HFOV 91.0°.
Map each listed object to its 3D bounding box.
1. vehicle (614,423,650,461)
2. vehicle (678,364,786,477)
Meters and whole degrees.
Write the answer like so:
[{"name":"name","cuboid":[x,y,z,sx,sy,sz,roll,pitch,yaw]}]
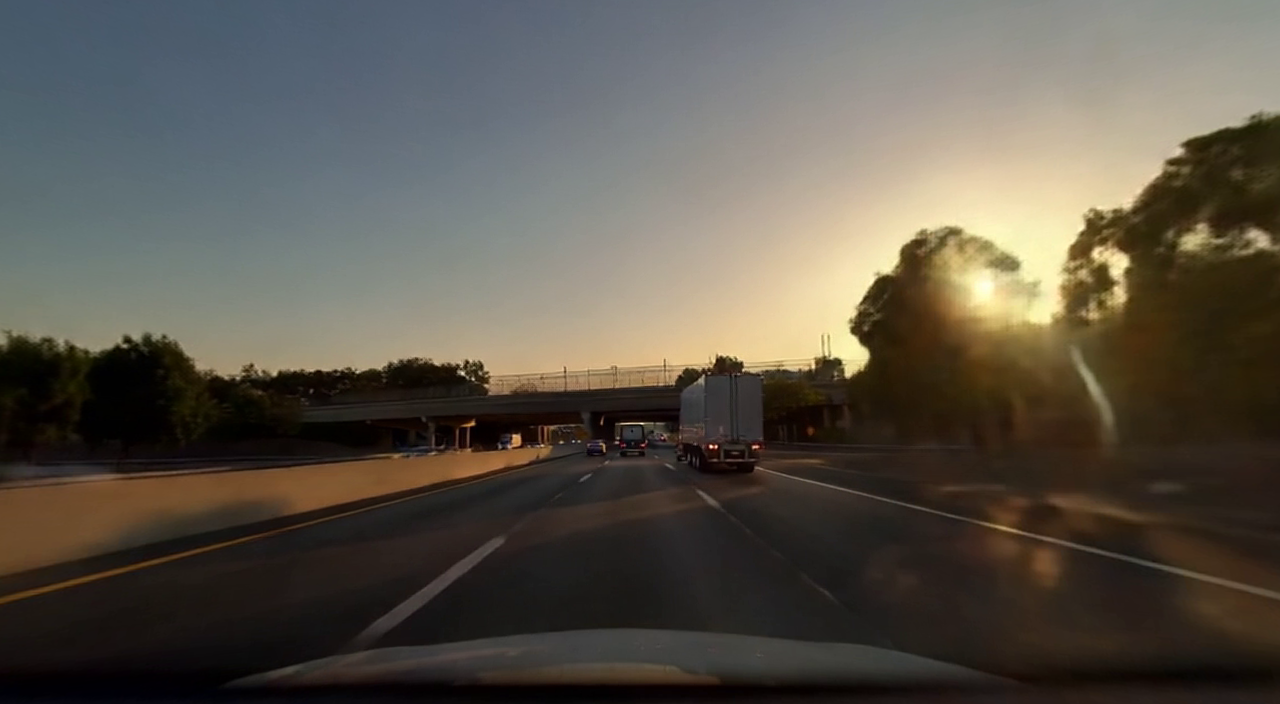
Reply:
[{"name":"vehicle","cuboid":[-0.586,6.658,46.658,2.481,2.618,6.314,0,-8,-1]},{"name":"vehicle","cuboid":[3.608,3.229,27.992,2.997,3.983,10.860,1,-8,-1]}]
